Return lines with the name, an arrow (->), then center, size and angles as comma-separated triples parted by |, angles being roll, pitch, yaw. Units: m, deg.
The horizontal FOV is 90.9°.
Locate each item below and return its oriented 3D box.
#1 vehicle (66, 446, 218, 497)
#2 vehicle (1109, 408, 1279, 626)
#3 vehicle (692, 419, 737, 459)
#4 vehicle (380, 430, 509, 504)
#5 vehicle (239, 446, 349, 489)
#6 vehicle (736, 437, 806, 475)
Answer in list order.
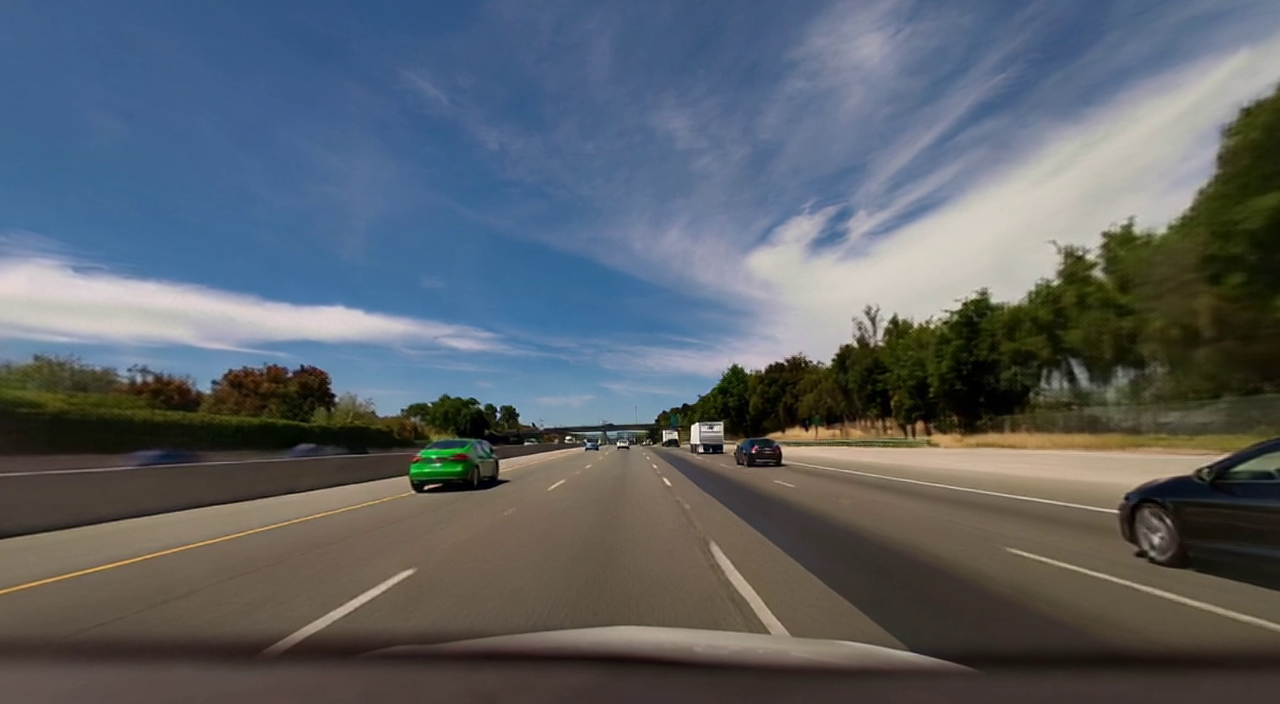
vehicle -> -16.747, 4.000, 21.493 | 1.846, 1.516, 4.152 | 0, -8, -2
vehicle -> 5.422, 1.047, 3.717 | 2.028, 1.488, 4.236 | 0, -8, 0
vehicle -> 5.702, 6.779, 49.032 | 2.588, 2.910, 5.511 | 0, -8, -2
vehicle -> -4.643, 2.767, 15.590 | 1.966, 1.570, 3.859 | 0, -8, 0
vehicle -> -12.901, 4.295, 23.852 | 1.796, 1.429, 4.203 | 0, -8, 0
vehicle -> 5.297, 4.252, 25.982 | 1.920, 1.436, 3.890 | 0, -8, -2
